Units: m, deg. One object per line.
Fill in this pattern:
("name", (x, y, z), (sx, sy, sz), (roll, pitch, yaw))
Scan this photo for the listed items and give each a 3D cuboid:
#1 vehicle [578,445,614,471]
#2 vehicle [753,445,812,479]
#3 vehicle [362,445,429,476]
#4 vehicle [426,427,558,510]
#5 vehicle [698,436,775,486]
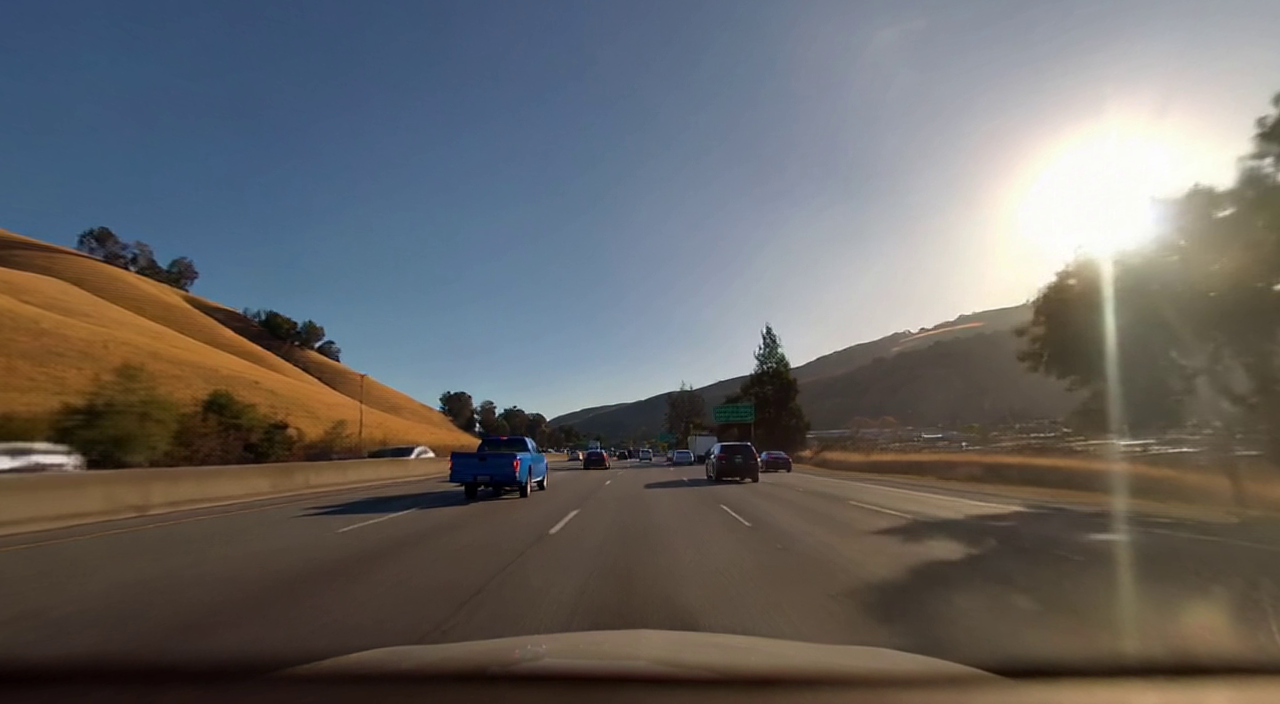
("vehicle", (-3.193, 7.750, 46.461), (2.235, 1.785, 4.386), (-1, -8, 1))
("vehicle", (7.820, 6.075, 35.126), (2.104, 1.724, 4.701), (0, -8, -1))
("vehicle", (-13.317, 5.916, 34.660), (1.884, 1.559, 4.380), (0, -8, 0))
("vehicle", (-3.694, 3.029, 16.940), (2.227, 1.853, 5.161), (0, -8, 1))
("vehicle", (4.120, 4.762, 28.008), (2.424, 1.952, 5.611), (0, -8, -1))
